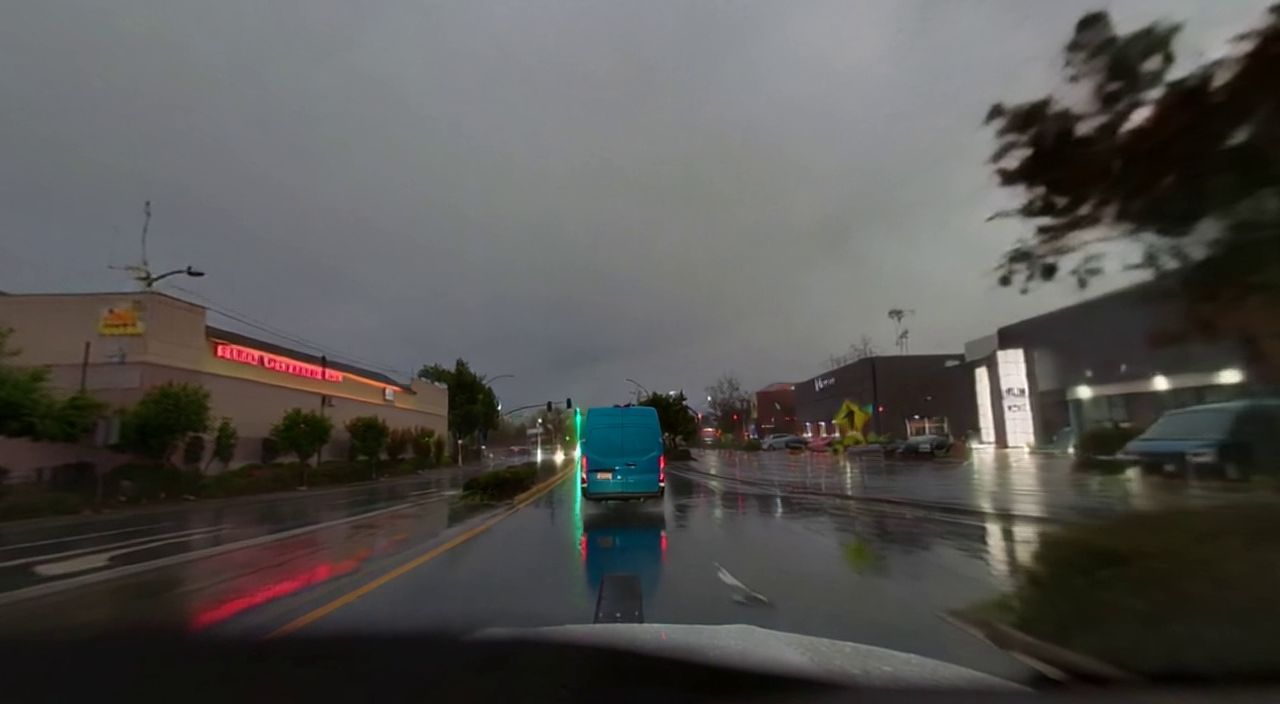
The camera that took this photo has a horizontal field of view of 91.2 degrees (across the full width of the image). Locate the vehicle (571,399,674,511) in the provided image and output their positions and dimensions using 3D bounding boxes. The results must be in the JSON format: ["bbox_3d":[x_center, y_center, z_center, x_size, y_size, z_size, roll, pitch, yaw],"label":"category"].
[{"bbox_3d":[-0.667,2.893,17.832,2.432,2.624,5.670,0,-9,-5],"label":"vehicle"}]
